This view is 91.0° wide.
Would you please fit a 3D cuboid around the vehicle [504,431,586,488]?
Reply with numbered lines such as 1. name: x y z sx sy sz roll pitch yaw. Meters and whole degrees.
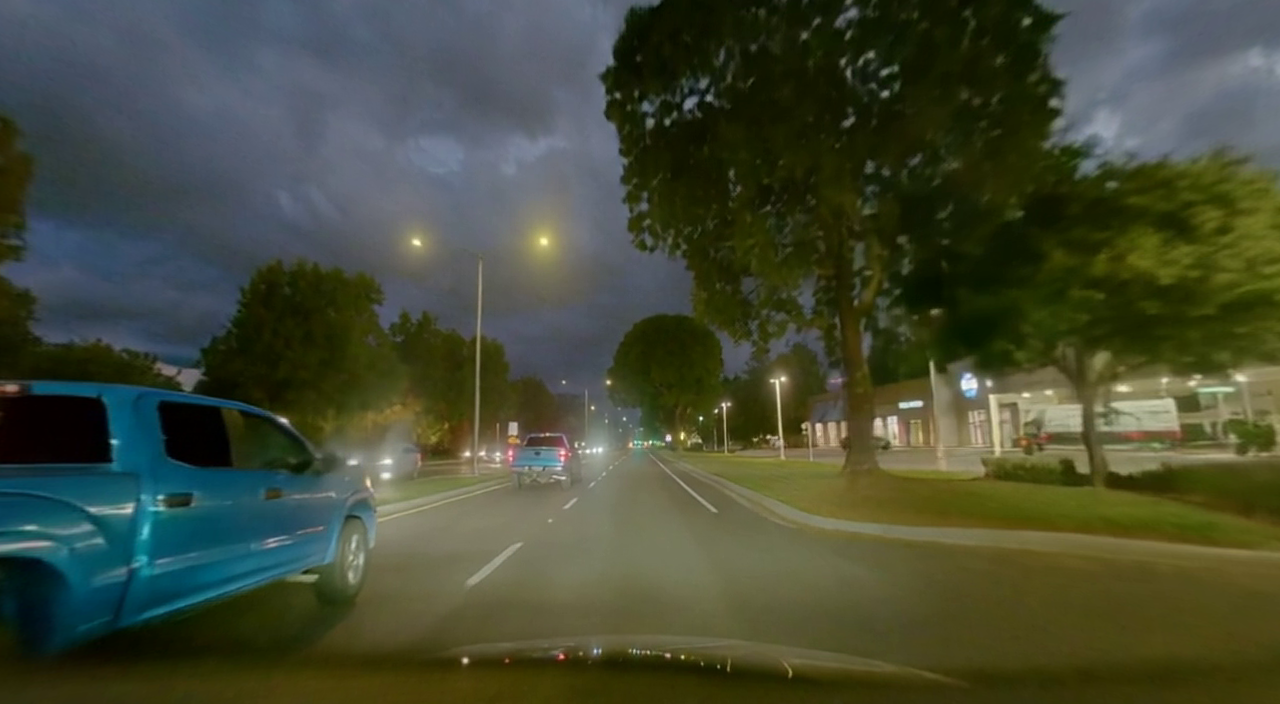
1. vehicle: -3.251 3.805 22.694 2.065 1.790 5.417 0 -8 1

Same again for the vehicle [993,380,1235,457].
1. vehicle: 26.160 4.063 36.495 2.948 3.576 13.937 1 -8 -2

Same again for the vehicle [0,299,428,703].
1. vehicle: -3.206 0.929 3.341 2.277 1.801 5.250 0 -8 1
